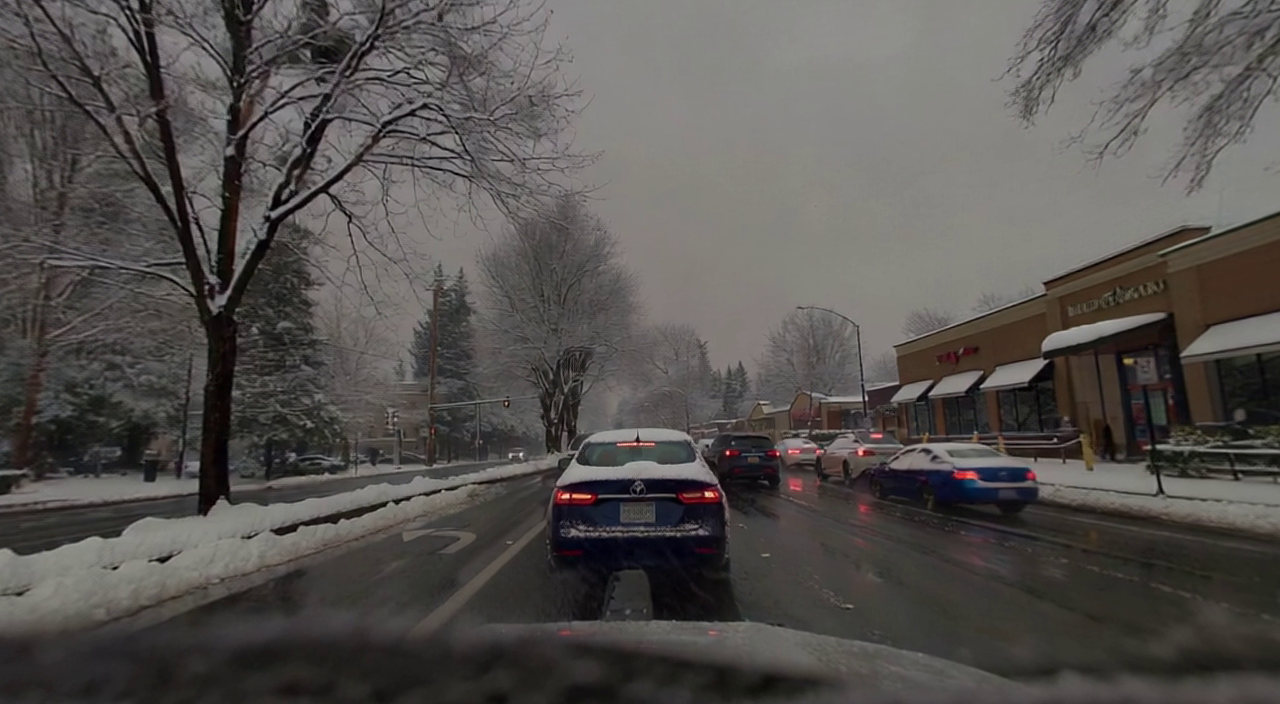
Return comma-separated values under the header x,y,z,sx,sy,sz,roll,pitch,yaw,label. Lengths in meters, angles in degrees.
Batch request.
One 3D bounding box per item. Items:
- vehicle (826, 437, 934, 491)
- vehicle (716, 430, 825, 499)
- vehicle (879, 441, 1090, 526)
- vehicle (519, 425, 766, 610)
x,y,z,sx,sy,sz,roll,pitch,yaw,label
7.968,3.739,21.425,1.963,1.637,4.527,0,-8,1,vehicle
3.625,3.229,18.485,2.114,1.736,4.553,0,-8,-1,vehicle
6.869,2.626,13.255,1.911,1.468,4.417,0,-8,0,vehicle
-0.015,1.653,7.319,1.977,1.465,4.376,0,-8,-1,vehicle
